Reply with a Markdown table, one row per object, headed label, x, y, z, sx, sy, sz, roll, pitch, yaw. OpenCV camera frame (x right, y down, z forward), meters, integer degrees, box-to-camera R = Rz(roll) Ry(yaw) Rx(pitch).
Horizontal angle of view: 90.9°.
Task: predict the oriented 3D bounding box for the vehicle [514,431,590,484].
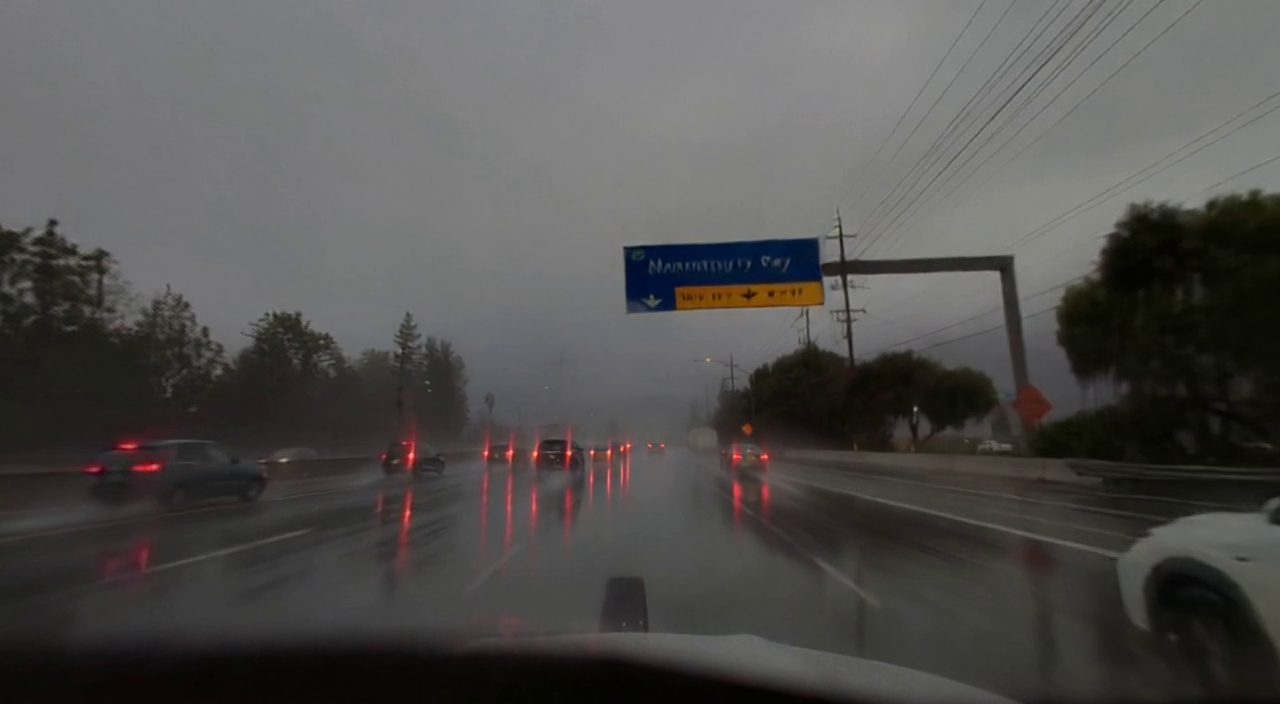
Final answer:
| label | x | y | z | sx | sy | sz | roll | pitch | yaw |
| --- | --- | --- | --- | --- | --- | --- | --- | --- | --- |
| vehicle | -3.130 | 3.873 | 23.454 | 2.133 | 1.775 | 4.530 | 0 | -8 | 1 |

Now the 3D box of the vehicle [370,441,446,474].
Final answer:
| label | x | y | z | sx | sy | sz | roll | pitch | yaw |
| --- | --- | --- | --- | --- | --- | --- | --- | --- | --- |
| vehicle | -11.042 | 5.039 | 30.417 | 1.877 | 1.458 | 4.543 | 0 | -8 | 1 |

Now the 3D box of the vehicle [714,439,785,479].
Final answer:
| label | x | y | z | sx | sy | sz | roll | pitch | yaw |
| --- | --- | --- | --- | --- | --- | --- | --- | --- | --- |
| vehicle | 4.394 | 4.378 | 26.073 | 2.022 | 1.472 | 4.678 | 0 | -8 | -1 |

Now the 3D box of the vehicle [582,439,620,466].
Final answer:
| label | x | y | z | sx | sy | sz | roll | pitch | yaw |
| --- | --- | --- | --- | --- | --- | --- | --- | --- | --- |
| vehicle | -2.519 | 6.682 | 42.211 | 2.133 | 1.668 | 4.505 | 0 | -8 | 2 |

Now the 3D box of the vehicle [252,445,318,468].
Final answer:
| label | x | y | z | sx | sy | sz | roll | pitch | yaw |
| --- | --- | --- | --- | --- | --- | --- | --- | --- | --- |
| vehicle | -23.530 | 6.925 | 41.989 | 1.834 | 1.482 | 4.337 | 0 | -8 | 1 |

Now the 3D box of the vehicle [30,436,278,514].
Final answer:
| label | x | y | z | sx | sy | sz | roll | pitch | yaw |
| --- | --- | --- | --- | --- | --- | --- | --- | --- | --- |
| vehicle | -10.726 | 2.711 | 14.523 | 1.926 | 1.479 | 4.688 | 0 | -8 | 1 |

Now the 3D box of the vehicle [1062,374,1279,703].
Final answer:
| label | x | y | z | sx | sy | sz | roll | pitch | yaw |
| --- | --- | --- | --- | --- | --- | --- | --- | --- | --- |
| vehicle | 3.742 | 0.761 | 1.812 | 2.036 | 1.580 | 4.360 | 0 | -8 | 0 |
